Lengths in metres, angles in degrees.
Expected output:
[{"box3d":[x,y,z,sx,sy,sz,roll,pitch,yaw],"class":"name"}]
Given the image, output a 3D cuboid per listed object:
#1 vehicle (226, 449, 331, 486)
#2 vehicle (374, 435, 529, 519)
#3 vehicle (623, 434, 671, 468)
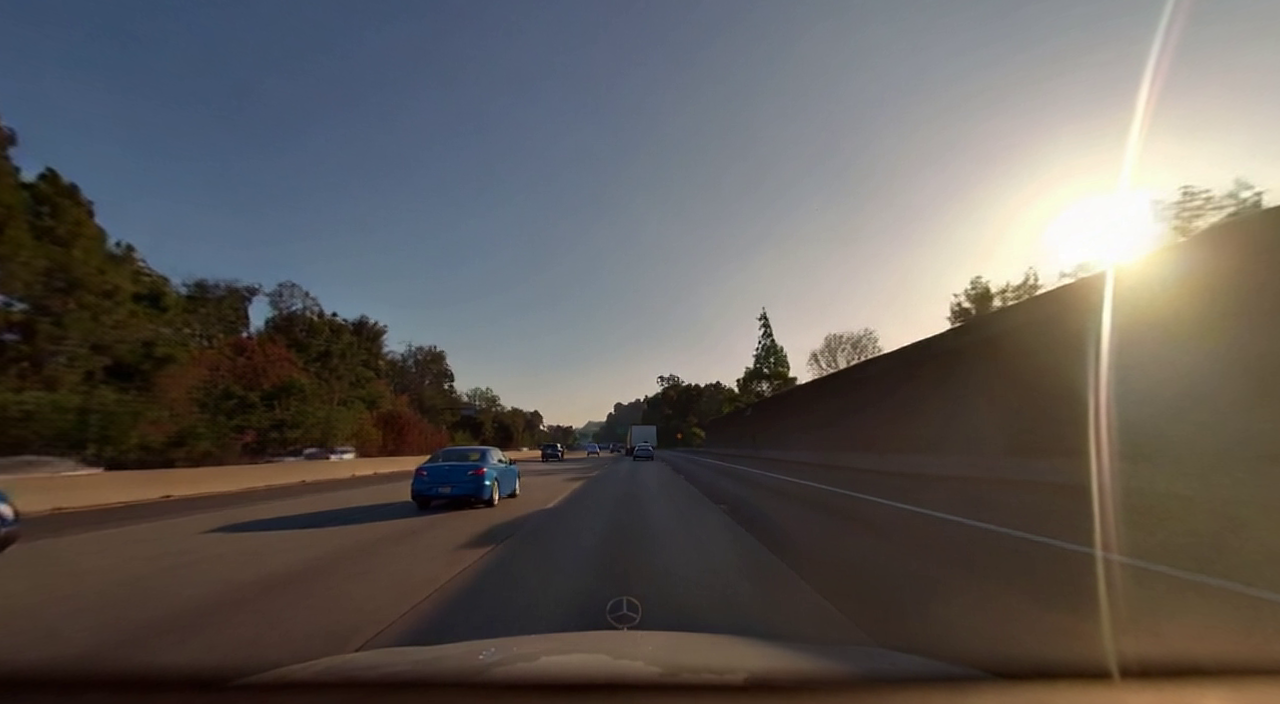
[{"box3d":[-16.759,5.342,29.499,2.115,1.526,4.617,0,-9,1],"class":"vehicle"},{"box3d":[-3.822,2.598,13.671,2.000,1.512,4.371,0,-8,0],"class":"vehicle"},{"box3d":[0.383,6.193,39.638,2.856,1.994,4.931,0,-8,-1],"class":"vehicle"}]
